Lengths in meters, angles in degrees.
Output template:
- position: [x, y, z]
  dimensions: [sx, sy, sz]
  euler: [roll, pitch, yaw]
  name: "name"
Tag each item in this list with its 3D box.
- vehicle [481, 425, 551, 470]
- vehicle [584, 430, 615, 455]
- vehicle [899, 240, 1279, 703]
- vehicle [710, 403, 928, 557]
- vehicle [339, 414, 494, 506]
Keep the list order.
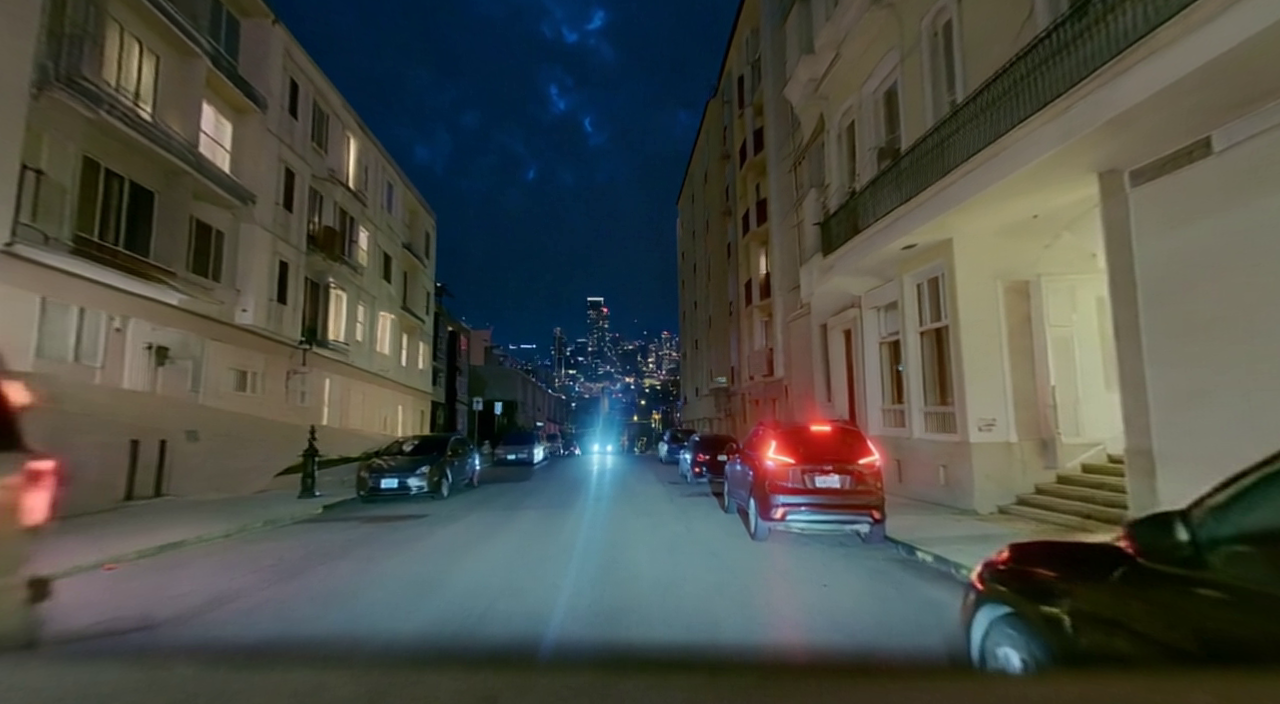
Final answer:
- position: [-4.884, 3.852, 25.370]
  dimensions: [1.942, 1.521, 3.761]
  euler: [5, -9, 0]
  name: "vehicle"
- position: [-2.562, 5.843, 40.695]
  dimensions: [1.845, 1.544, 3.388]
  euler: [0, -8, -1]
  name: "vehicle"
- position: [2.255, 0.607, 1.055]
  dimensions: [1.897, 1.717, 4.028]
  euler: [0, -8, 0]
  name: "vehicle"
- position: [2.194, 1.676, 8.945]
  dimensions: [1.839, 1.678, 3.918]
  euler: [0, -8, -2]
  name: "vehicle"
- position: [-4.564, 2.322, 13.677]
  dimensions: [1.883, 1.499, 4.426]
  euler: [6, -10, -3]
  name: "vehicle"
